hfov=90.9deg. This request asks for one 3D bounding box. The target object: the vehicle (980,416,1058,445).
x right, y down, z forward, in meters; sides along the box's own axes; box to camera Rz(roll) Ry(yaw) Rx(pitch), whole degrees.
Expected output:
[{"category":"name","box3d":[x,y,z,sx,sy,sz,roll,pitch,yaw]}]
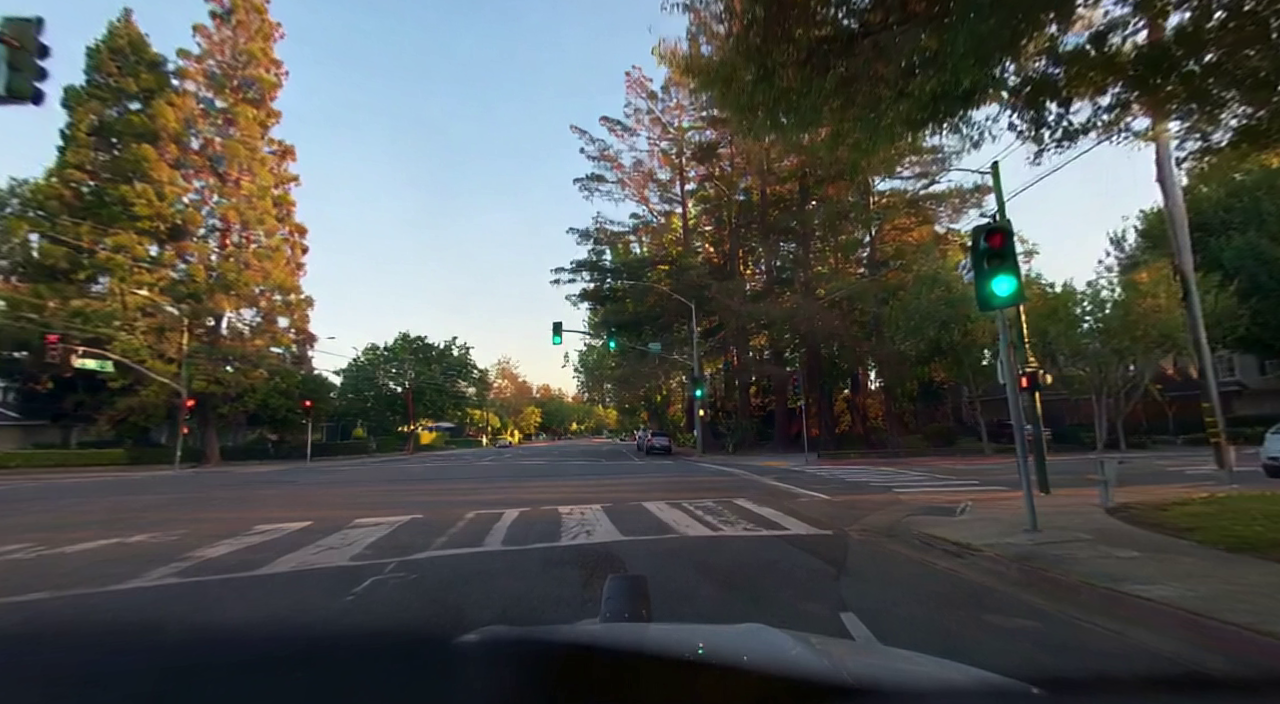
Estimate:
[{"category":"vehicle","box3d":[24.457,5.147,40.870,2.028,1.595,4.554,1,-10,-3]}]

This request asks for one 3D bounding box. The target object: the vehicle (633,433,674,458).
[{"category":"vehicle","box3d":[0.764,5.842,39.486,2.149,1.507,4.160,1,-8,-5]}]
